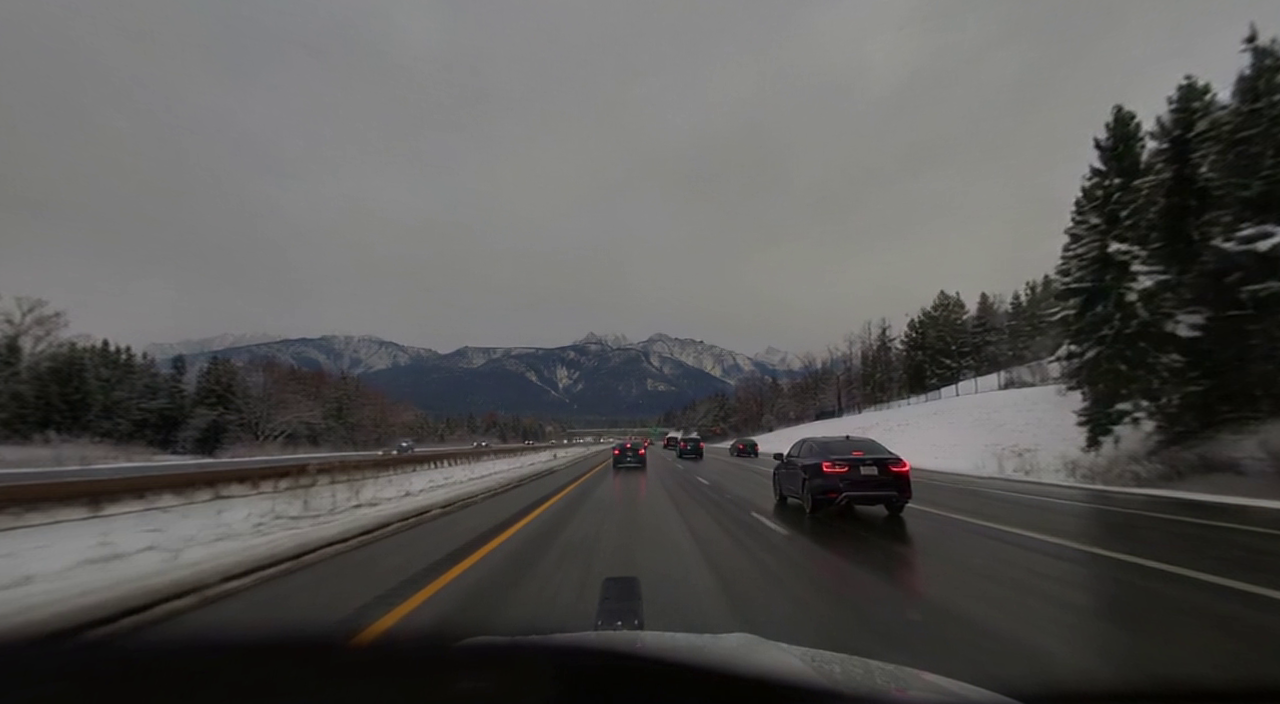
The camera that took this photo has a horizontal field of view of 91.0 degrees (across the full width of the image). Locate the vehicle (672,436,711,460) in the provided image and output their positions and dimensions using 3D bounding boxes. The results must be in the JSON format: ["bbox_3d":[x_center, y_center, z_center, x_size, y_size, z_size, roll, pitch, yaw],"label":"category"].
[{"bbox_3d":[3.801,7.225,47.339,2.436,1.704,4.694,0,-8,-1],"label":"vehicle"}]

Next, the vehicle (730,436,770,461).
[{"bbox_3d":[7.716,6.843,44.621,1.996,1.637,3.990,0,-8,-1],"label":"vehicle"}]

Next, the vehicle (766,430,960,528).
[{"bbox_3d":[3.752,2.212,11.541,1.957,1.447,4.241,0,-8,-1],"label":"vehicle"}]

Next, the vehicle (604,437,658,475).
[{"bbox_3d":[-0.356,4.352,26.534,2.085,1.449,3.860,0,-8,0],"label":"vehicle"}]
